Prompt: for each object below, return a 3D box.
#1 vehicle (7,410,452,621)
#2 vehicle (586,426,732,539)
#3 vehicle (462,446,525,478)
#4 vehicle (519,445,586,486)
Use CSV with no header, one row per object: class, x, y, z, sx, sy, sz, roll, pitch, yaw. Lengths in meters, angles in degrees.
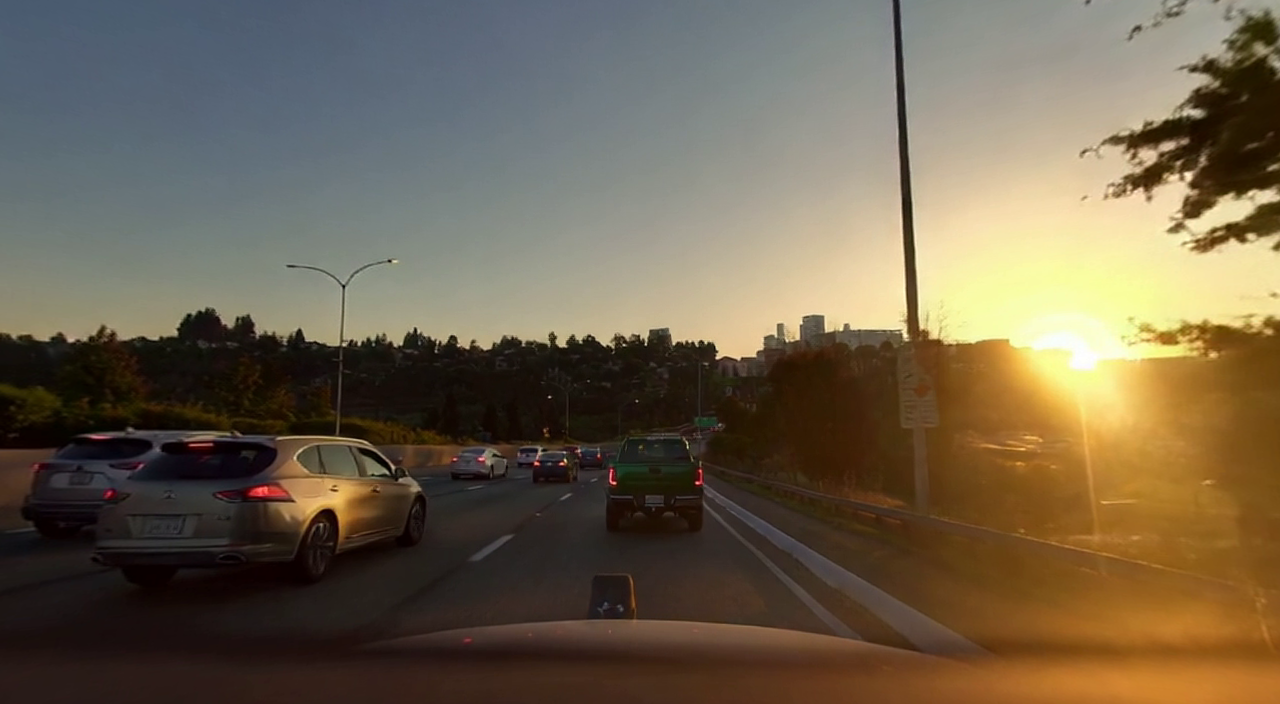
vehicle,-4.036,1.661,7.398,2.076,1.688,4.334,-1,-9,4
vehicle,0.327,2.339,11.971,2.235,1.716,4.435,0,-9,1
vehicle,-7.284,5.489,31.802,1.856,1.459,4.251,-1,-9,4
vehicle,-3.400,4.483,25.282,1.868,1.470,4.105,-1,-9,4
